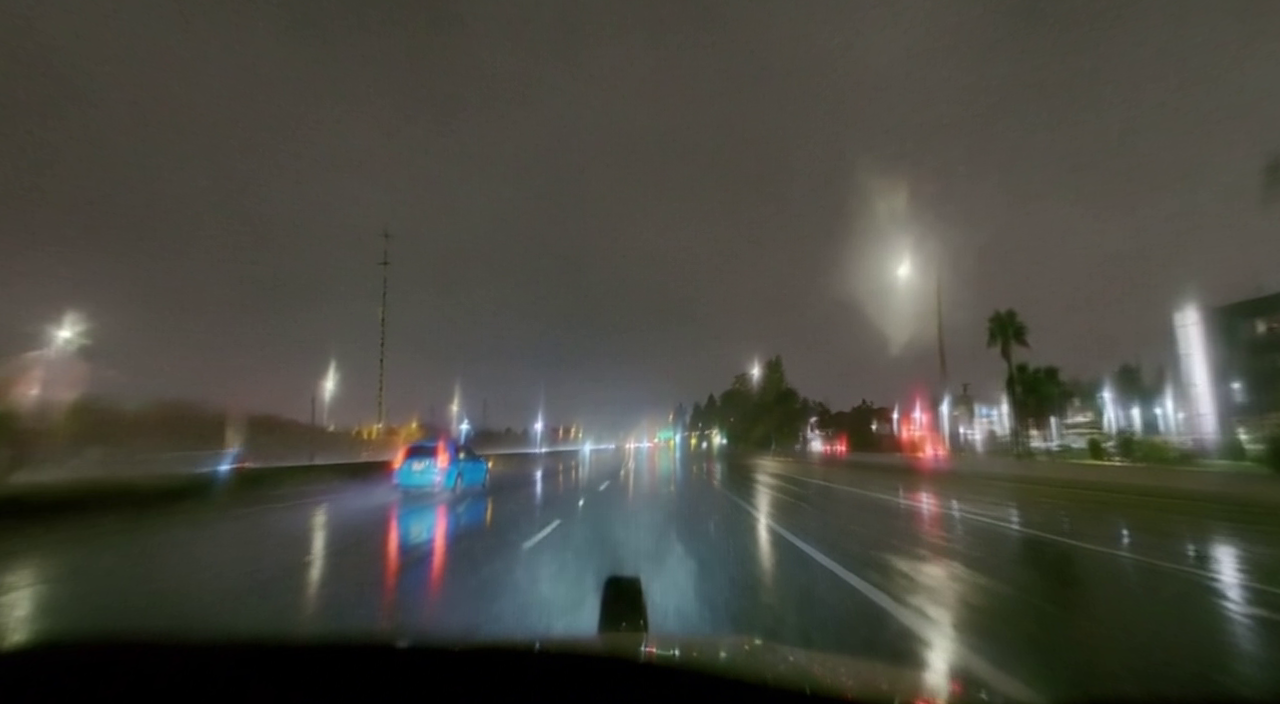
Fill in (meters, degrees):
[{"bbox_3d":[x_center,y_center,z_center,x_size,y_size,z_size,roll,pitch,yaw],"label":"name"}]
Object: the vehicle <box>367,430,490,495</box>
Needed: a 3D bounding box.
[{"bbox_3d":[-6.527,3.479,20.162,2.145,1.793,4.762,-1,-9,2],"label":"vehicle"}]
